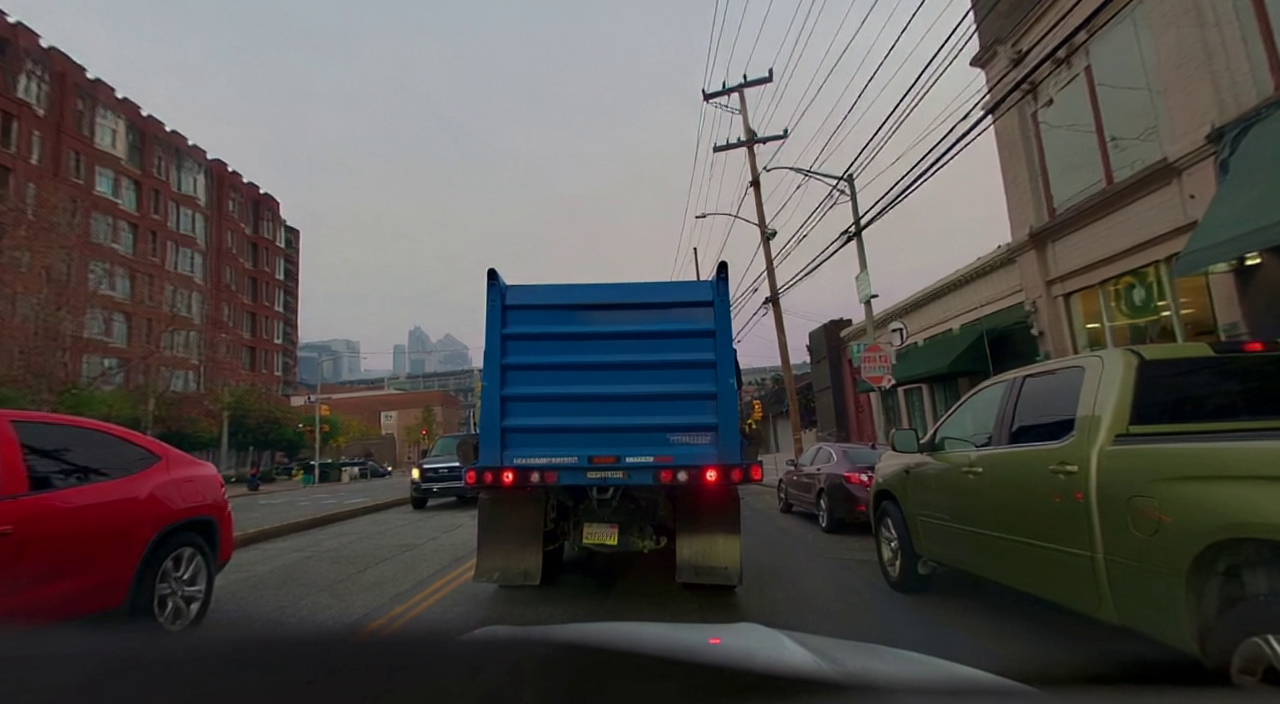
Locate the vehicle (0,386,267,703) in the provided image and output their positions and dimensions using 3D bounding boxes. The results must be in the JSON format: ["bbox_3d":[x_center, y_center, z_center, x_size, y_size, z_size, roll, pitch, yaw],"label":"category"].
[{"bbox_3d":[-4.121,0.982,2.934,1.988,1.657,4.492,0,-8,0],"label":"vehicle"}]

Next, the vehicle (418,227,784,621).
[{"bbox_3d":[-0.219,1.132,9.271,2.878,3.204,8.244,0,-8,1],"label":"vehicle"}]

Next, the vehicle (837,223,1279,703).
[{"bbox_3d":[3.235,0.843,3.860,2.242,1.979,5.722,0,-8,1],"label":"vehicle"}]
